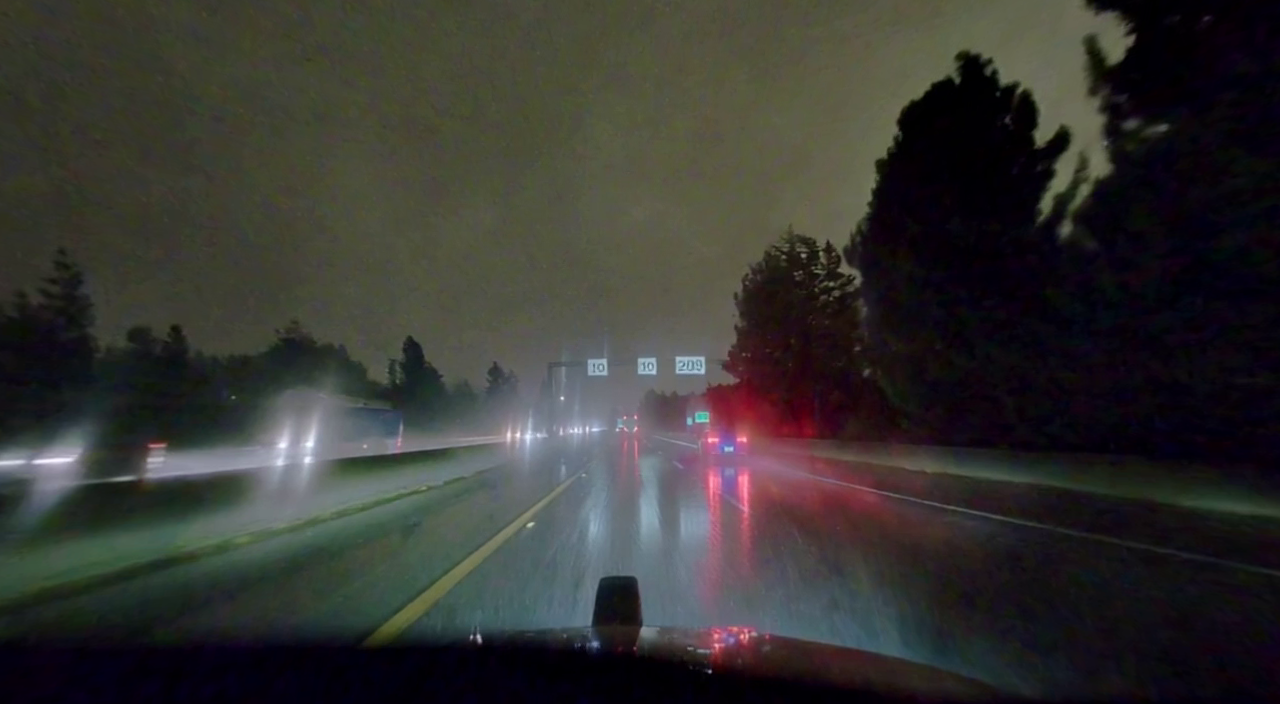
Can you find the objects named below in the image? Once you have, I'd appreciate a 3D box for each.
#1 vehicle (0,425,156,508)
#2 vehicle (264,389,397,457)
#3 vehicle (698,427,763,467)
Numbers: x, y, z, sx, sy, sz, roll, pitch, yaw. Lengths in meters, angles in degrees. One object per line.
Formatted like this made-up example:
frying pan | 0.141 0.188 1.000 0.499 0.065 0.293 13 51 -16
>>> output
vehicle | -12.741 2.314 13.122 1.903 1.527 4.294 0 -8 -1
vehicle | -20.875 5.087 43.861 2.853 4.045 13.061 0 -8 -1
vehicle | 3.751 4.008 26.688 1.973 1.563 3.959 0 -8 -3
